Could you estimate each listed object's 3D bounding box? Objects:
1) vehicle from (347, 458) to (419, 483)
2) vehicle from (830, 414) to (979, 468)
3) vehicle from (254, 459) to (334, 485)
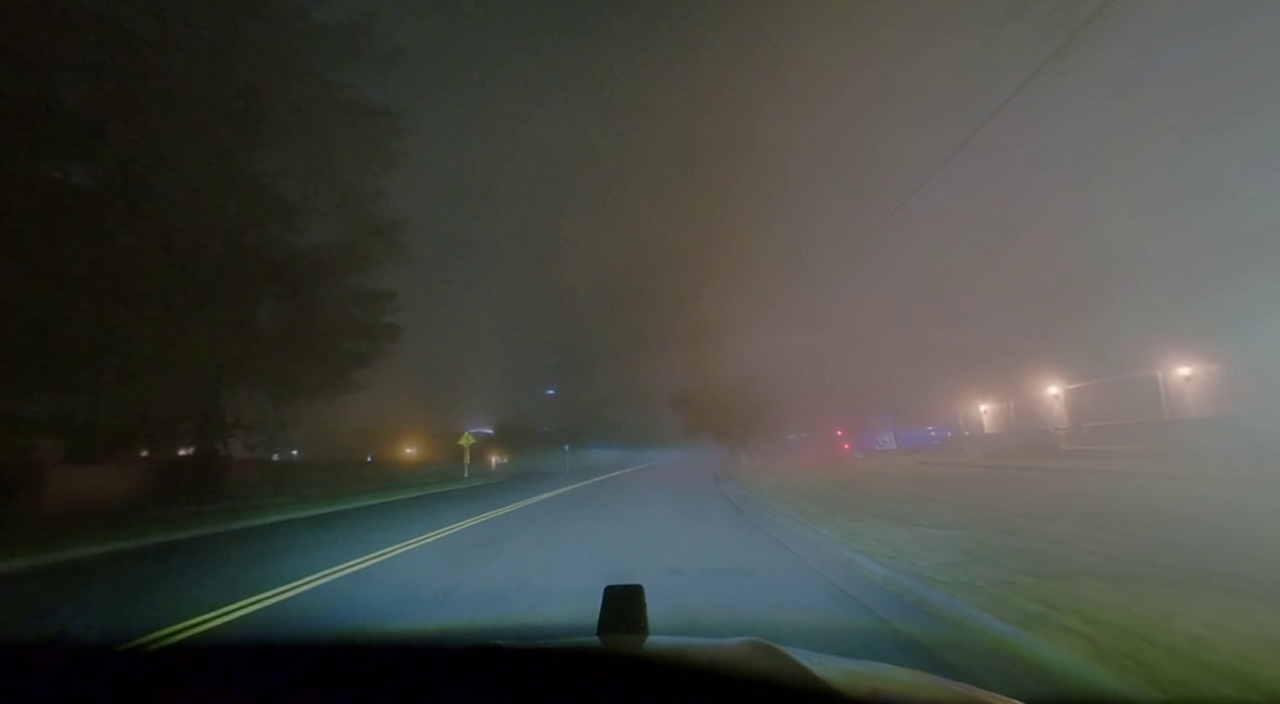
[{"bbox_3d":[-18.052,8.341,44.367,4.270,1.481,1.972,-4,-9,10],"label":"vehicle"},{"bbox_3d":[11.824,4.095,28.630,5.704,1.788,2.095,-7,-11,9],"label":"vehicle"},{"bbox_3d":[-24.822,8.646,45.293,4.751,1.489,2.052,-5,-9,8],"label":"vehicle"}]
